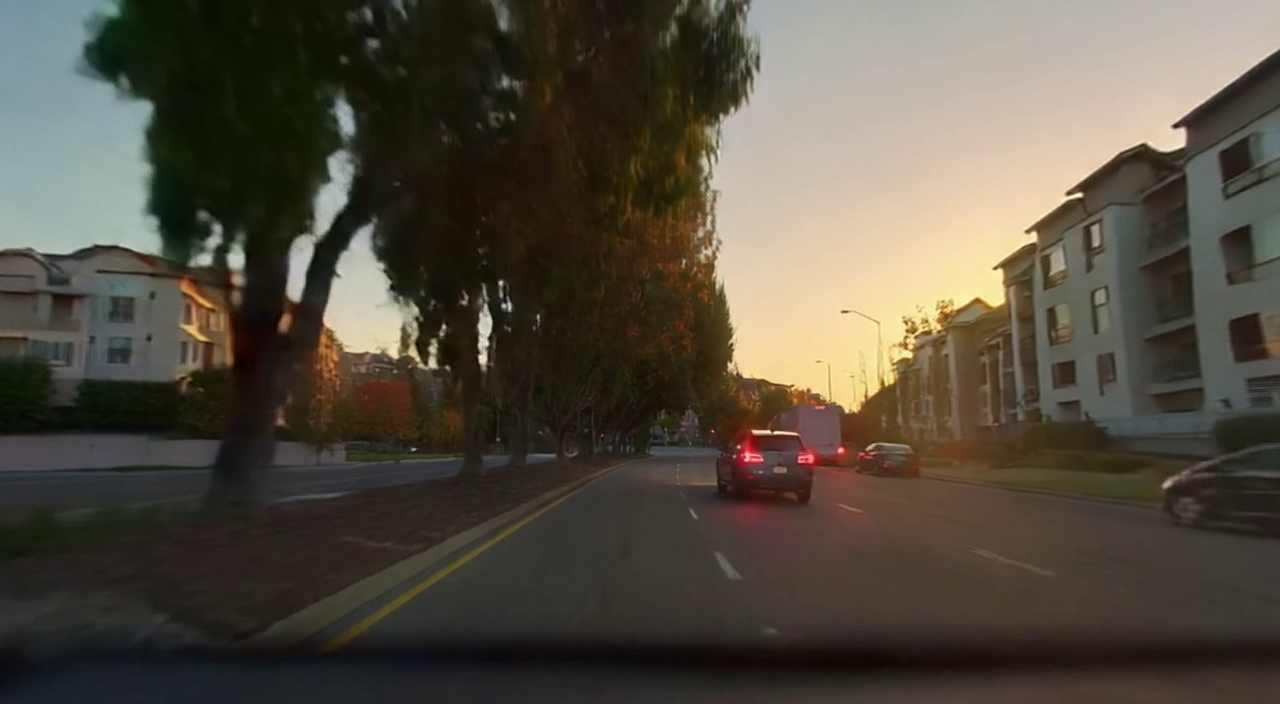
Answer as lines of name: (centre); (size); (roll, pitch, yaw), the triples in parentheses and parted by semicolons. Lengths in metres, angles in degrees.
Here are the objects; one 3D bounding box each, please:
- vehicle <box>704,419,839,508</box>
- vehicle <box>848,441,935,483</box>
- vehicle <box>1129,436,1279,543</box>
vehicle: (2.941, 2.645, 15.305); (2.215, 1.812, 4.569); (0, -9, -1)
vehicle: (10.265, 4.498, 26.237); (1.870, 1.504, 4.823); (0, -8, 3)
vehicle: (9.872, 1.955, 9.061); (1.893, 1.469, 4.615); (0, -9, -2)
